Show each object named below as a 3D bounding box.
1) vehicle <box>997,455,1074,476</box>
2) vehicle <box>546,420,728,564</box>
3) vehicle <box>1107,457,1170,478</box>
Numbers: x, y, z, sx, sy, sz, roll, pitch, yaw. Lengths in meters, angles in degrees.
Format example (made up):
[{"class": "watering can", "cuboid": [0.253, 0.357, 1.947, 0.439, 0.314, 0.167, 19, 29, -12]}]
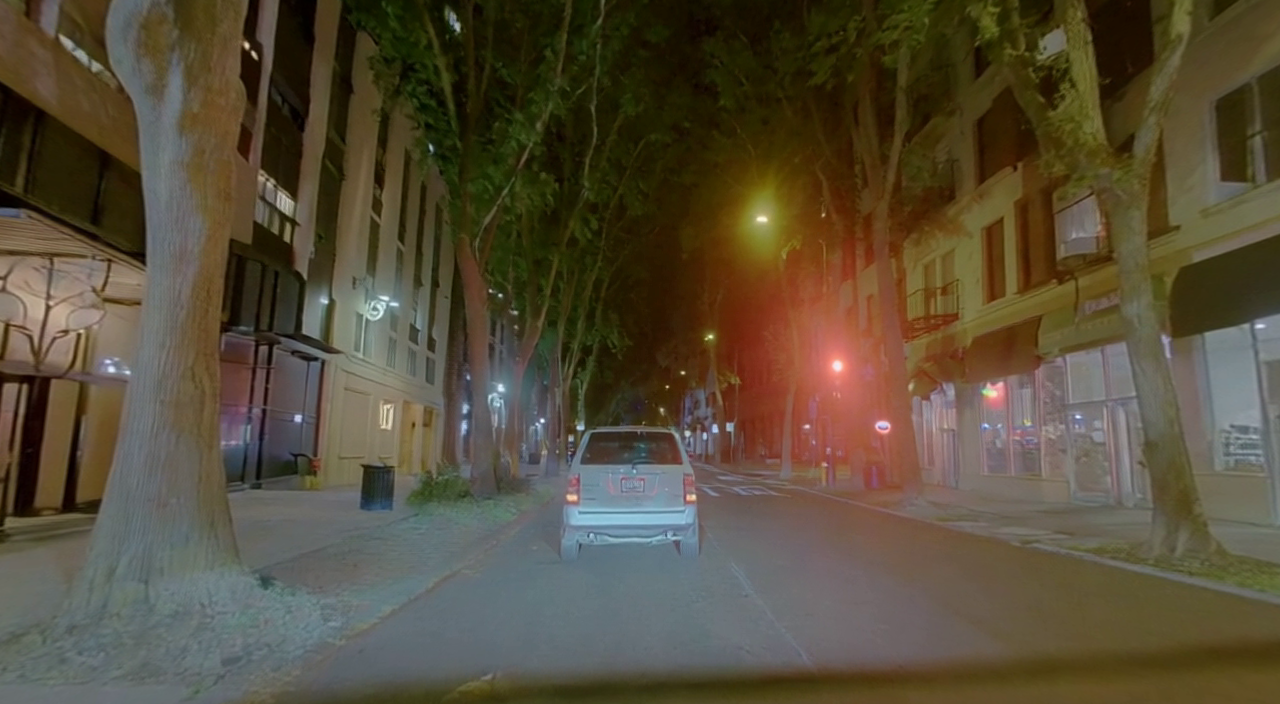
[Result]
[{"class": "vehicle", "cuboid": [29.818, 8.566, 47.588, 4.668, 1.441, 1.904, 1, -9, -6]}, {"class": "vehicle", "cuboid": [-0.081, 1.894, 9.222, 2.079, 1.621, 3.861, 0, -8, -1]}, {"class": "vehicle", "cuboid": [37.590, 8.707, 47.568, 3.445, 1.363, 1.608, 2, -9, -1]}]
